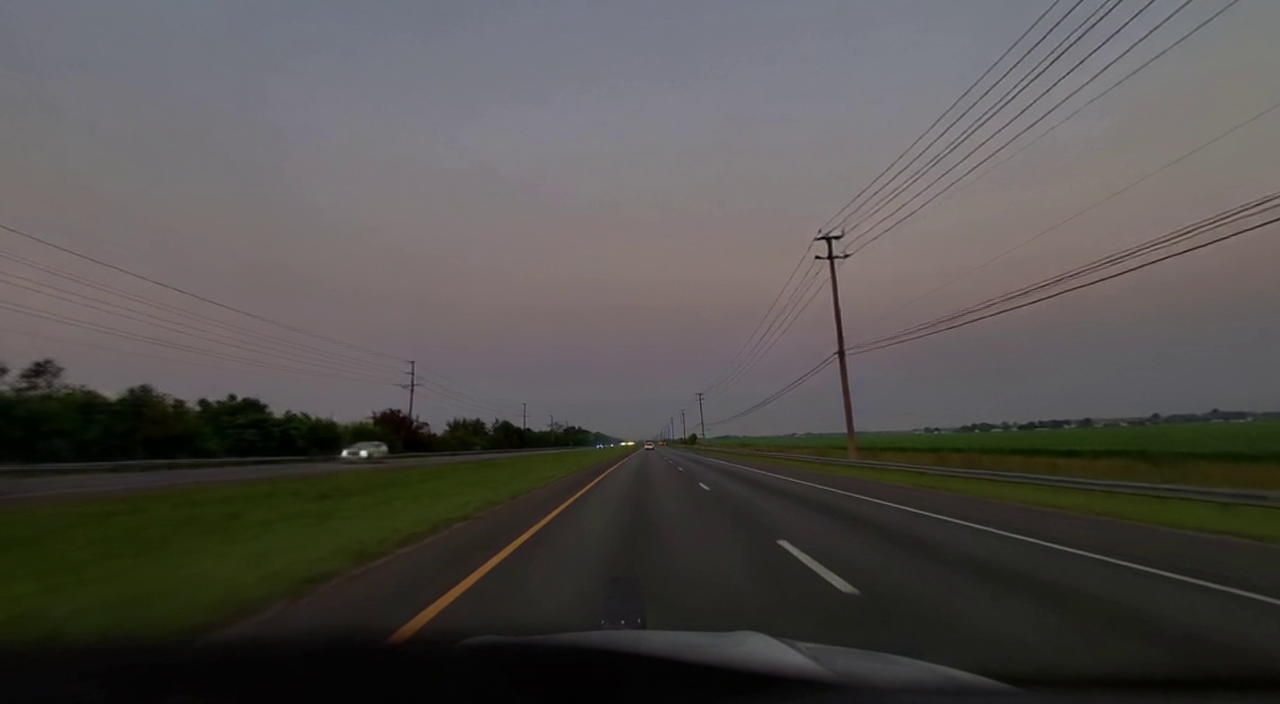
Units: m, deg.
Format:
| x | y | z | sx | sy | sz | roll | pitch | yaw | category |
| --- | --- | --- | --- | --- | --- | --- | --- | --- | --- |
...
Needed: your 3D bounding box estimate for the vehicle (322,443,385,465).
| x | y | z | sx | sy | sz | roll | pitch | yaw | category |
| --- | --- | --- | --- | --- | --- | --- | --- | --- | --- |
| -19.897 | 7.087 | 43.832 | 2.025 | 1.469 | 4.826 | 0 | -8 | 1 | vehicle |
